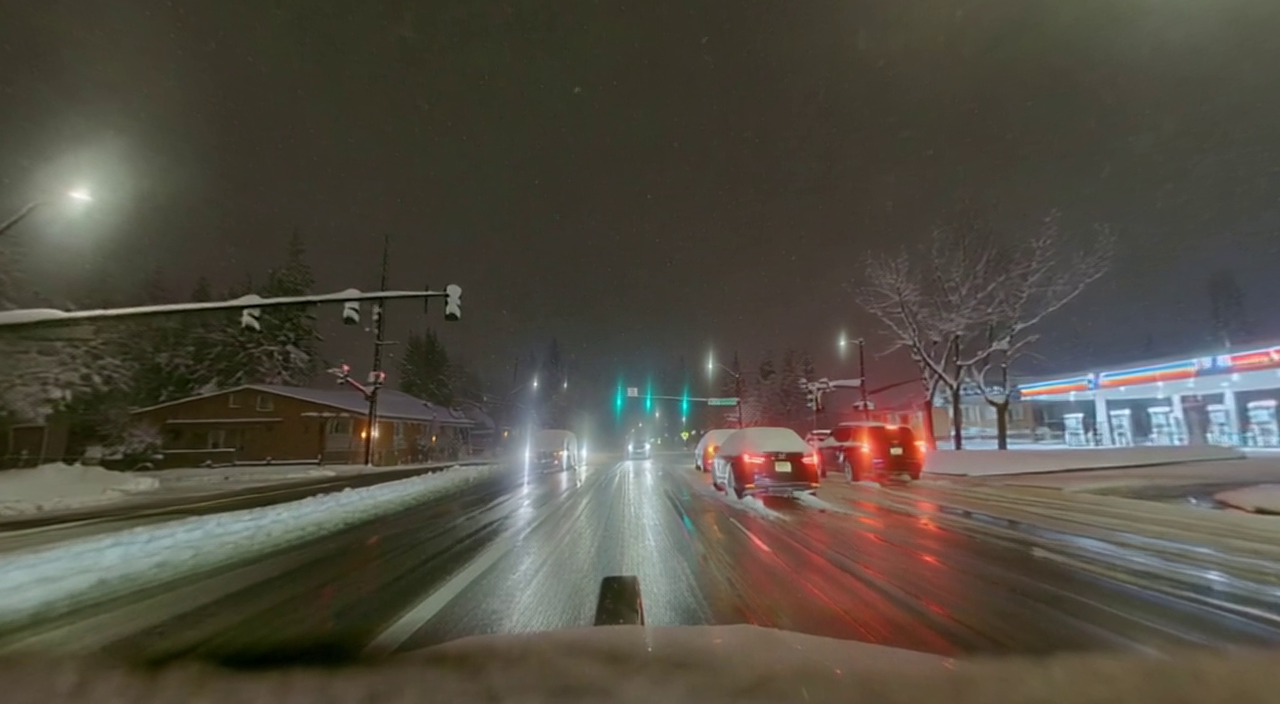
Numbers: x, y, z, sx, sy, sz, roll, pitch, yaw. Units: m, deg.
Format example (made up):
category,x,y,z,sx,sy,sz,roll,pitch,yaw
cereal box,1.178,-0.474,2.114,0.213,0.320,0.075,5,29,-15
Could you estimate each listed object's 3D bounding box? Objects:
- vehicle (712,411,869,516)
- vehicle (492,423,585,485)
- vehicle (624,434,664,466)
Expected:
category,x,y,z,sx,sy,sz,roll,pitch,yaw
vehicle,2.881,2.286,13.382,2.140,1.800,4.660,0,-8,0
vehicle,-3.214,3.363,21.070,2.261,1.820,4.255,0,-8,2
vehicle,0.191,5.558,35.890,2.131,1.665,3.926,0,-8,-2
